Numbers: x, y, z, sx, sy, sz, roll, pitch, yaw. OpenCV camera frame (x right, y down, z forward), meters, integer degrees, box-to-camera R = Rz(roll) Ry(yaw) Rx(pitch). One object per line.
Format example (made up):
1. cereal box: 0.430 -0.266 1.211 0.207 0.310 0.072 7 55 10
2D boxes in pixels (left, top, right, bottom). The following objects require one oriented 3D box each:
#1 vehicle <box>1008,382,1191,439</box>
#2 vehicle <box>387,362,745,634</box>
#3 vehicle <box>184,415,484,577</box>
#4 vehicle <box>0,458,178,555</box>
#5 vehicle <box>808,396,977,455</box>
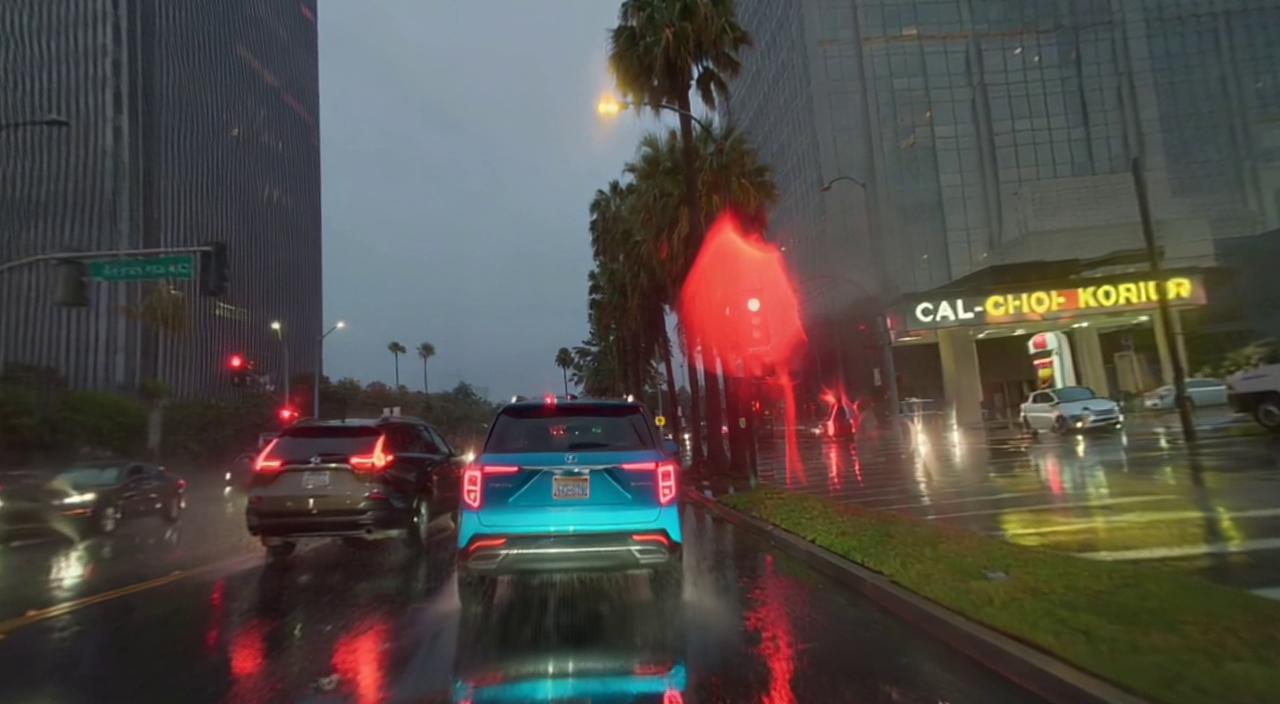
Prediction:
1. vehicle: 17.038 2.228 23.642 5.033 1.999 2.259 0 -8 -2
2. vehicle: -0.637 1.373 6.987 2.519 1.913 4.819 0 -8 -3
3. vehicle: -3.874 1.894 9.295 2.097 1.692 5.030 0 -8 -3
4. vehicle: -12.482 3.380 14.654 2.331 1.708 4.660 5 -10 -31
5. vehicle: 9.193 2.733 23.324 5.307 2.076 2.122 0 -8 -5
